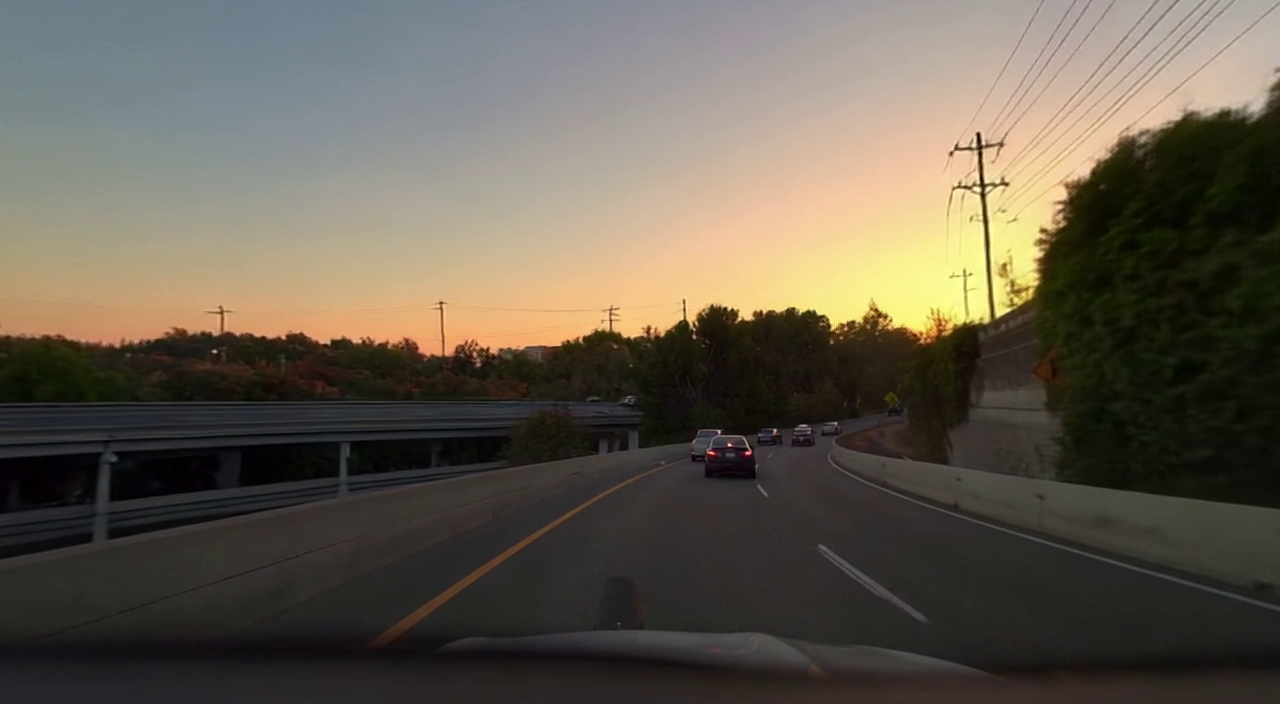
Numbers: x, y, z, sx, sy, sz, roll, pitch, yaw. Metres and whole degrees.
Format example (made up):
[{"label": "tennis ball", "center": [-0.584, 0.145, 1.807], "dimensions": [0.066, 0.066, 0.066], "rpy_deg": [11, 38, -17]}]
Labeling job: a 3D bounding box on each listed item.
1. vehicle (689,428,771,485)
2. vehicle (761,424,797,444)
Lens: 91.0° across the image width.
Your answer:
[{"label": "vehicle", "center": [2.630, 3.057, 18.661], "dimensions": [2.091, 1.482, 4.321], "rpy_deg": [-1, -9, 7]}, {"label": "vehicle", "center": [10.805, 6.395, 48.756], "dimensions": [1.931, 1.485, 4.191], "rpy_deg": [-4, -9, 23]}]
